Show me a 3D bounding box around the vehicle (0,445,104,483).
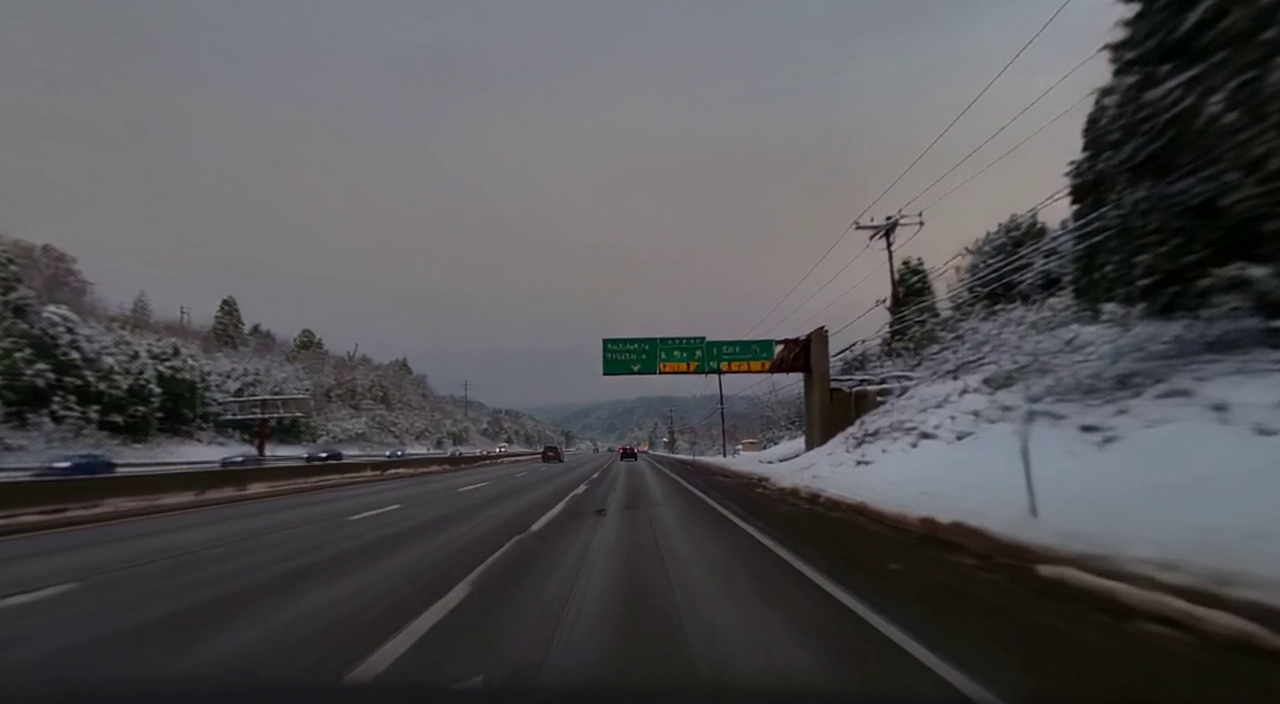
[{"bbox_3d":[-32.161,6.039,34.154,1.918,1.864,5.160,-1,-9,-2],"label":"vehicle"}]
